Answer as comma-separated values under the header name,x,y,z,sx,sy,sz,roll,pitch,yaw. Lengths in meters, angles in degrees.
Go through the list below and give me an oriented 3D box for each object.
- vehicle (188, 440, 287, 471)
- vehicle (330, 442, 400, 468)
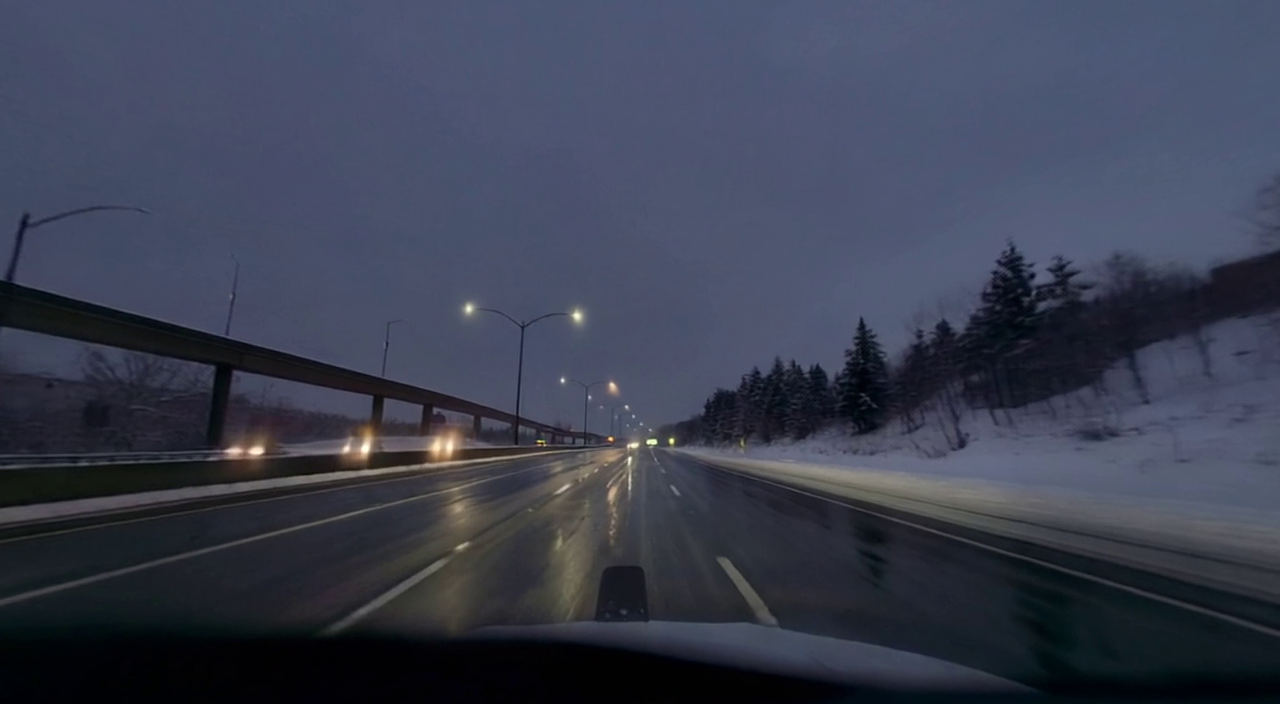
name,x,y,z,sx,sy,sz,roll,pitch,yaw
vehicle,-20.179,5.207,31.897,2.001,1.455,4.391,0,-8,1
vehicle,-16.420,6.151,37.957,1.957,1.446,4.710,0,-9,1
